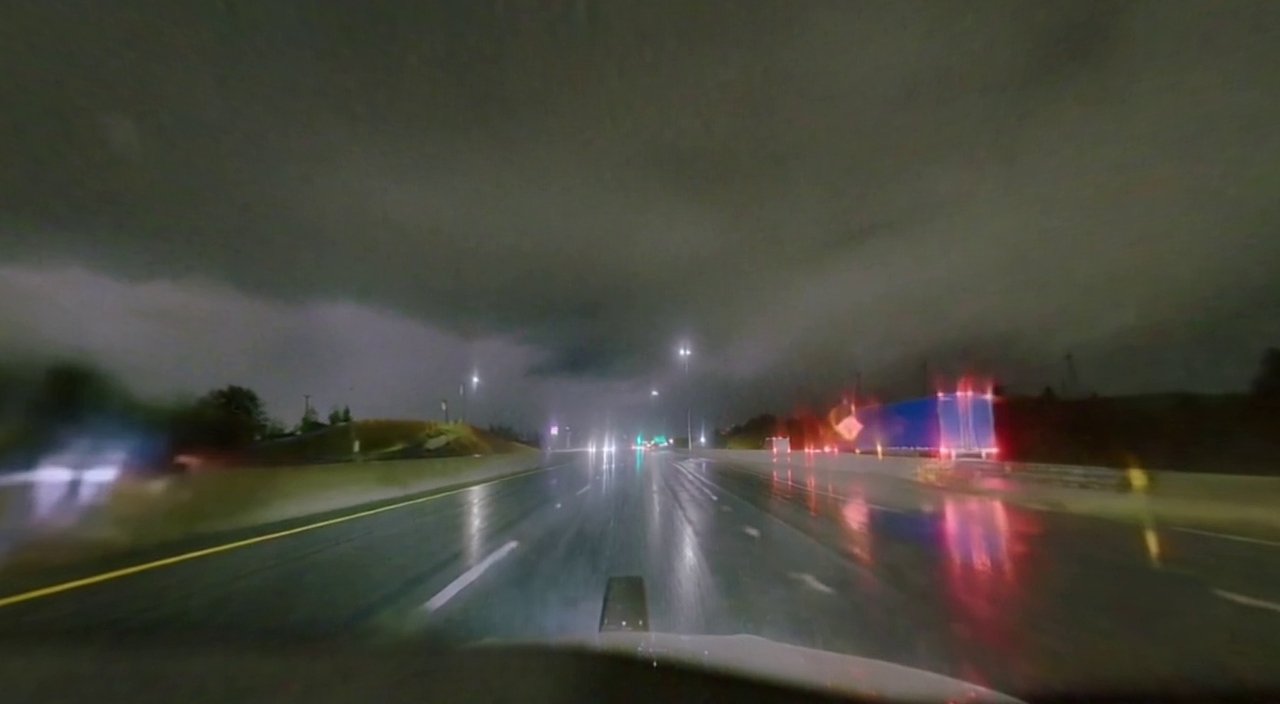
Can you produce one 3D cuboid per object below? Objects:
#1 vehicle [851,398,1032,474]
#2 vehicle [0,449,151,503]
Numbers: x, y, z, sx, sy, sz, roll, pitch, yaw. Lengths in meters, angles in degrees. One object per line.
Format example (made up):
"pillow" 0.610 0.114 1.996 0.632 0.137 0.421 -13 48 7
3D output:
"vehicle" 19.548 5.869 43.364 3.395 4.178 16.548 0 -8 -4
"vehicle" -18.166 3.792 19.815 1.863 1.442 4.538 0 -8 1
